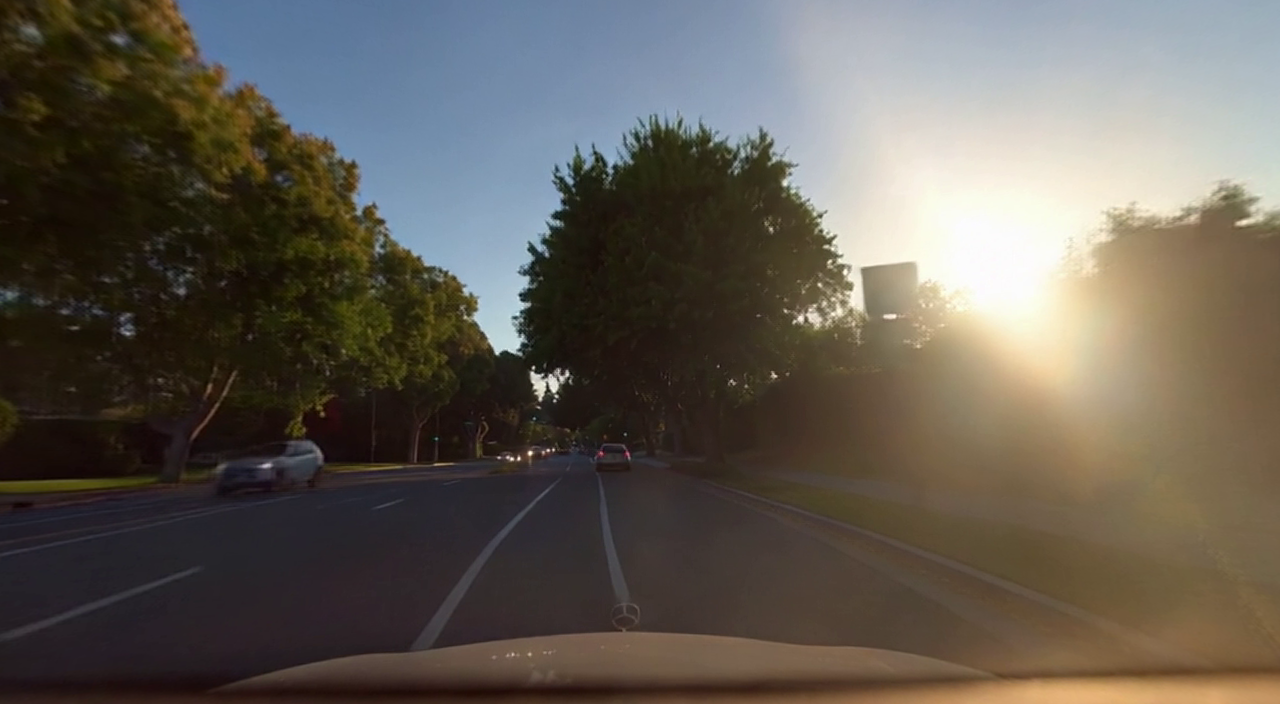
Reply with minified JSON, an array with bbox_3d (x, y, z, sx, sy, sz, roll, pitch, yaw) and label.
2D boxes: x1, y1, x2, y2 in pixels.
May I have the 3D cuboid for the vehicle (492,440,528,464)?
[{"bbox_3d":[-9.980,7.715,48.917,2.049,1.723,4.310,0,-8,-3],"label":"vehicle"}]

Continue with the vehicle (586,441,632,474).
[{"bbox_3d":[-1.500,5.083,30.673,2.111,1.466,4.223,0,-8,-3],"label":"vehicle"}]

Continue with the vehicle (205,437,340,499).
[{"bbox_3d":[-11.810,3.706,20.721,1.969,1.751,4.432,0,-8,-4],"label":"vehicle"}]
